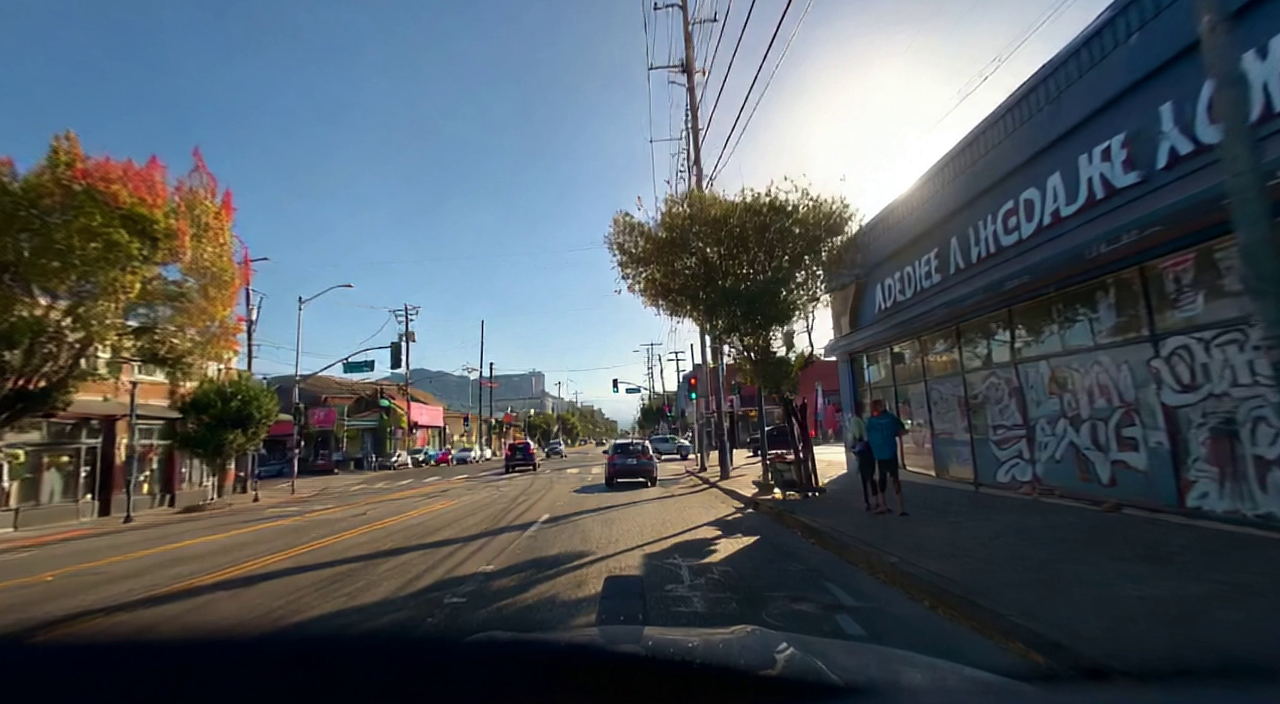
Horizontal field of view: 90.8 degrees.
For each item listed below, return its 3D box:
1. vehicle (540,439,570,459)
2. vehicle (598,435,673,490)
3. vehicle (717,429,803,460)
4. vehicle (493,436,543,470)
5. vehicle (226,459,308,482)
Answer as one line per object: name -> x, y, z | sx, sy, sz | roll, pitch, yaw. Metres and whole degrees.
vehicle -> -6.384, 7.326, 47.753 | 2.097, 1.457, 4.439 | 1, -8, -6
vehicle -> -0.201, 3.380, 19.660 | 2.059, 1.497, 4.260 | 0, -8, -2
vehicle -> 7.230, 5.575, 38.270 | 4.714, 1.686, 1.973 | 0, -5, -6
vehicle -> -6.709, 5.614, 35.298 | 2.063, 1.751, 4.229 | 0, -8, -2
vehicle -> -26.085, 8.261, 44.285 | 4.479, 1.484, 2.036 | 0, -8, 3
